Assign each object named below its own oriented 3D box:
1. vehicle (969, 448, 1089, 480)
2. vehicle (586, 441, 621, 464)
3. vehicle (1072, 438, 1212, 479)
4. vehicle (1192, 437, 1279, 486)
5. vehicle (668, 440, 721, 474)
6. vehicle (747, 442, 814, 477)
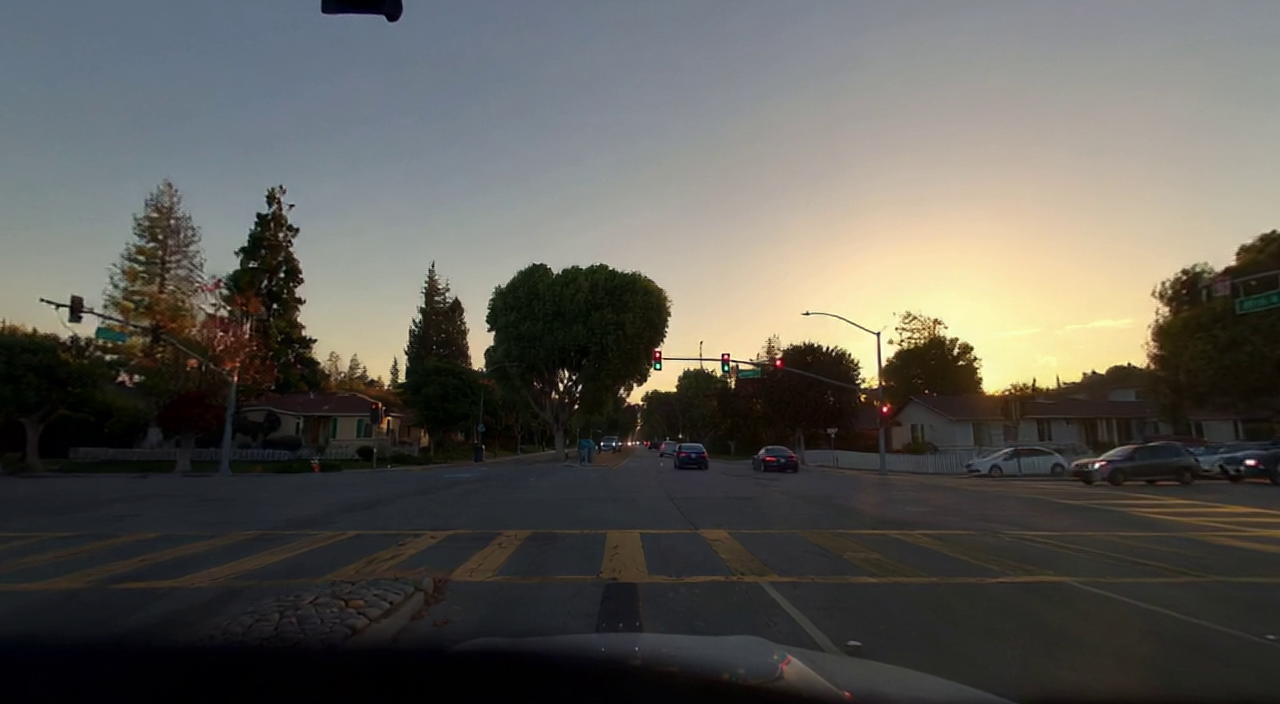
[{"bbox_3d":[19.754,5.696,32.222,4.874,1.544,1.779,0,-9,1],"label":"vehicle"},{"bbox_3d":[-2.374,6.715,42.286,2.045,1.484,3.991,0,-9,0],"label":"vehicle"},{"bbox_3d":[23.517,4.989,29.740,4.807,1.835,2.033,0,-9,-1],"label":"vehicle"},{"bbox_3d":[23.646,4.040,23.461,4.417,1.725,1.969,0,-9,-1],"label":"vehicle"},{"bbox_3d":[2.554,5.060,30.671,2.079,1.473,4.748,0,-9,-1],"label":"vehicle"},{"bbox_3d":[6.290,4.870,28.867,1.908,1.450,4.564,0,-9,-1],"label":"vehicle"}]
